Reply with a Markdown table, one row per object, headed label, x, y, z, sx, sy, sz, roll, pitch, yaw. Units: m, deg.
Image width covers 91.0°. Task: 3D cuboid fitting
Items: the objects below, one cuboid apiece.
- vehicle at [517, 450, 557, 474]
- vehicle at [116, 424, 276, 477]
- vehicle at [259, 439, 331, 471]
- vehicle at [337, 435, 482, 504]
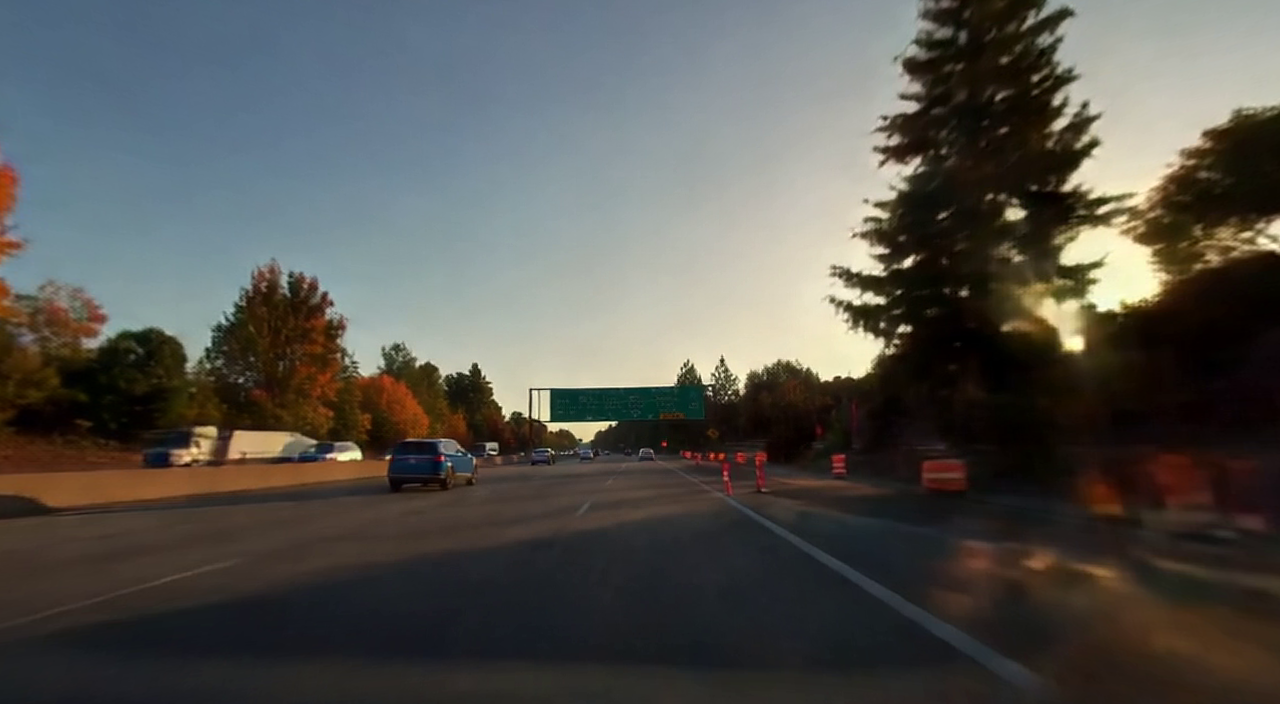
| label | x | y | z | sx | sy | sz | roll | pitch | yaw |
| --- | --- | --- | --- | --- | --- | --- | --- | --- | --- |
| vehicle | -6.833 | 7.341 | 42.172 | 1.895 | 1.506 | 4.245 | 0 | -9 | 0 |
| vehicle | -30.016 | 6.770 | 43.530 | 3.172 | 3.191 | 10.560 | 0 | -9 | 2 |
| vehicle | -18.567 | 5.560 | 34.047 | 1.761 | 1.619 | 3.719 | 0 | -9 | -1 |
| vehicle | -6.399 | 3.315 | 18.224 | 2.402 | 1.733 | 4.512 | 0 | -9 | 1 |
